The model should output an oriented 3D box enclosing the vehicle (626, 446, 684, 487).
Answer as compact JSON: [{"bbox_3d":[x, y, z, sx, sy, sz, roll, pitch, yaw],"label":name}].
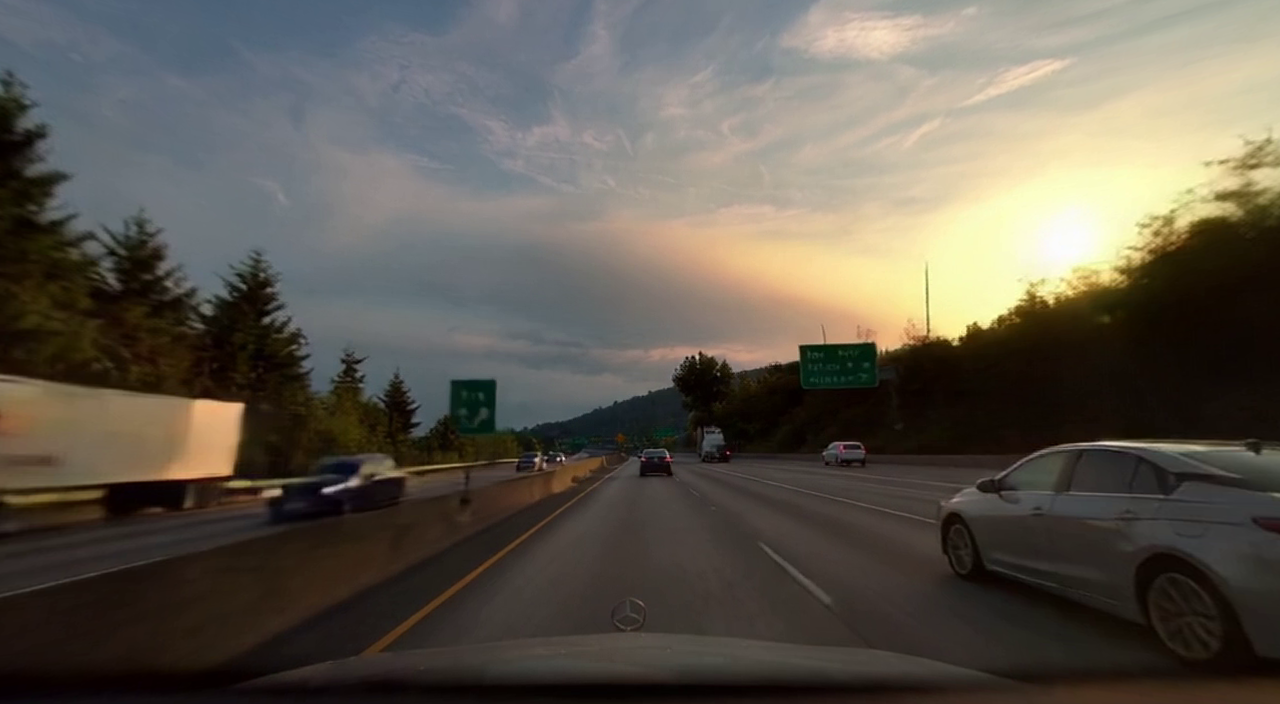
[{"bbox_3d":[0.555,4.639,25.808,2.177,1.520,4.278,0,-9,0],"label":"vehicle"}]

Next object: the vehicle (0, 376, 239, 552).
[{"bbox_3d":[-14.650,2.416,13.673,2.812,3.601,13.744,0,-9,1],"label":"vehicle"}]

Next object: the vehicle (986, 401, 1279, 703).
[{"bbox_3d":[3.702,0.952,2.653,2.029,1.475,4.279,0,-9,0],"label":"vehicle"}]

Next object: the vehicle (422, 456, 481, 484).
[{"bbox_3d":[-11.191,7.033,37.776,2.103,1.481,4.610,0,-9,1],"label":"vehicle"}]

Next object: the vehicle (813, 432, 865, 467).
[{"bbox_3d":[14.925,7.333,47.533,2.115,2.446,5.323,0,-9,-1],"label":"vehicle"}]

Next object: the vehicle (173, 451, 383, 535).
[{"bbox_3d":[-7.503,2.921,13.741,1.911,1.497,4.500,0,-9,0],"label":"vehicle"}]
